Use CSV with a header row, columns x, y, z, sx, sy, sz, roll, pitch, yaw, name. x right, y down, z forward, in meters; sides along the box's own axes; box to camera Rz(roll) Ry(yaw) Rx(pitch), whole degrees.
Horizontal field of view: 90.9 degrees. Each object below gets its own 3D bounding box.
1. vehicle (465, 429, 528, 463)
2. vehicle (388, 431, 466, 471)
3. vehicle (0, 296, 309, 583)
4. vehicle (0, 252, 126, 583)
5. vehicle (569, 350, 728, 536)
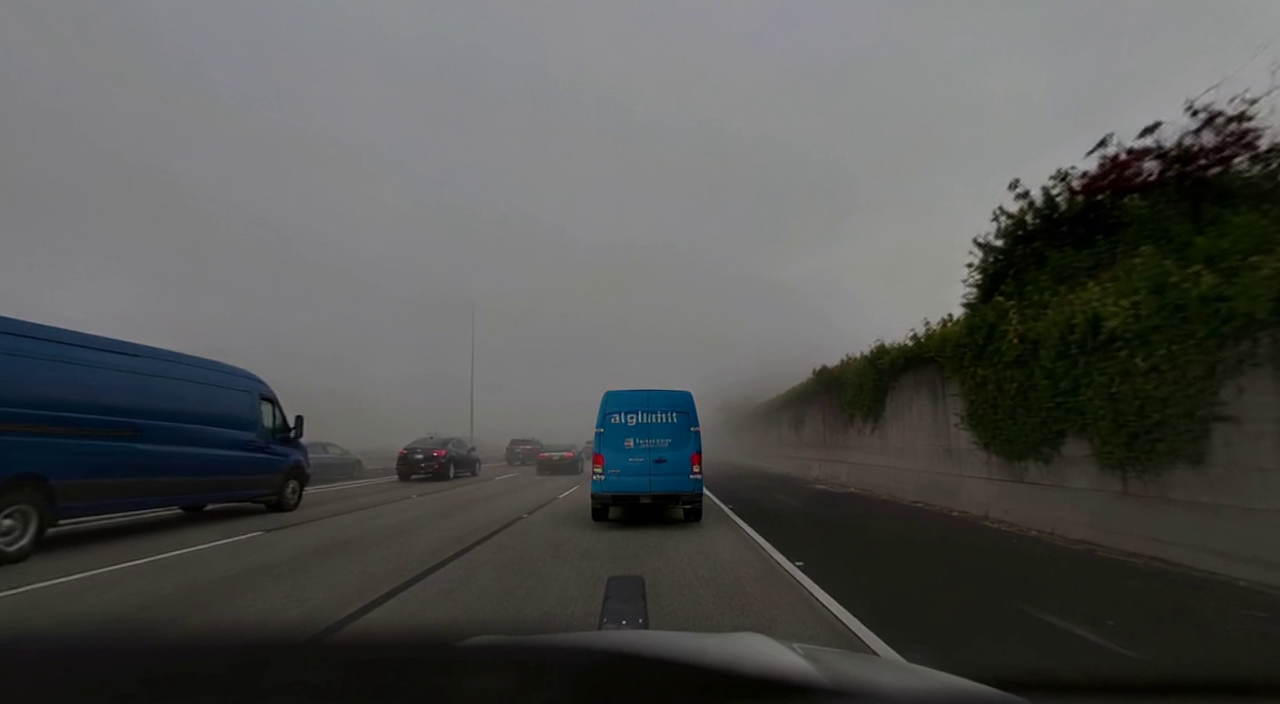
x,y,z,sx,sy,sz,roll,pitch,yaw,name
-9.552,6.375,42.710,2.566,2.158,5.957,-1,-9,3,vehicle
-10.556,4.953,31.730,2.061,1.846,4.852,-1,-8,3,vehicle
-7.311,1.201,8.852,2.849,3.020,4.370,0,-8,0,vehicle
-7.431,0.274,3.595,2.717,3.113,7.354,0,-8,0,vehicle
0.163,1.799,12.541,2.316,2.738,6.398,0,-8,1,vehicle
